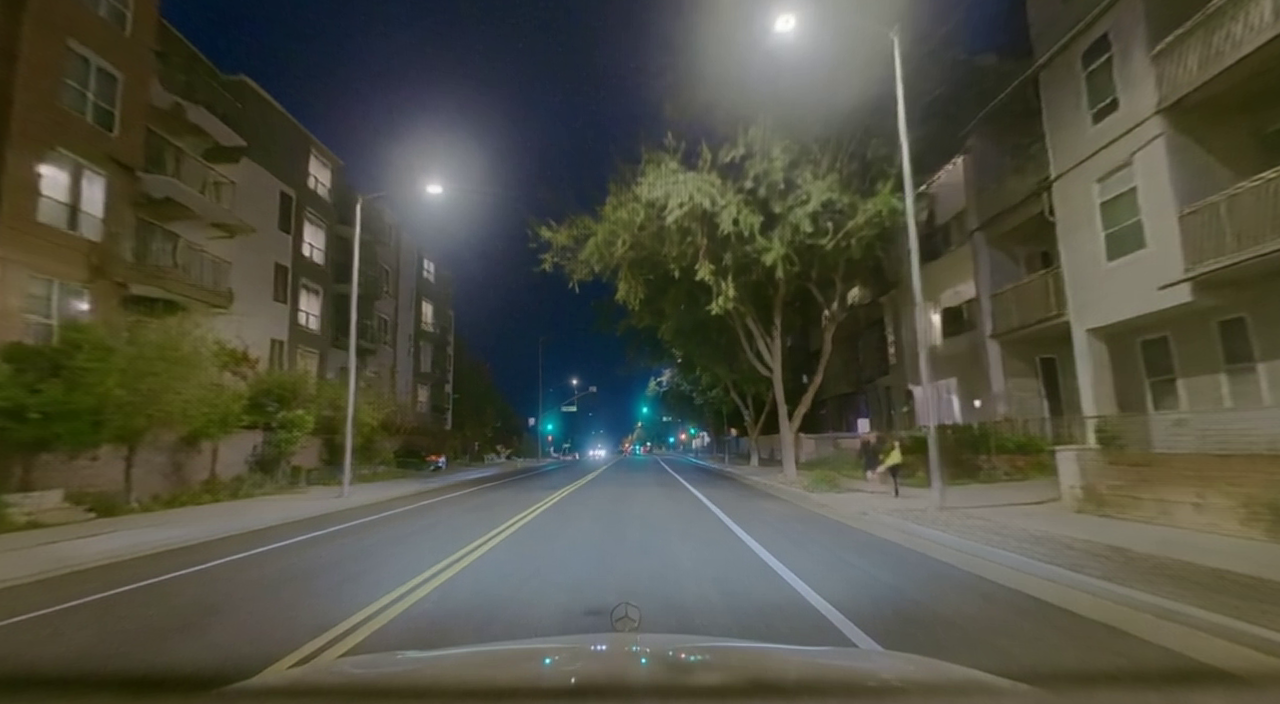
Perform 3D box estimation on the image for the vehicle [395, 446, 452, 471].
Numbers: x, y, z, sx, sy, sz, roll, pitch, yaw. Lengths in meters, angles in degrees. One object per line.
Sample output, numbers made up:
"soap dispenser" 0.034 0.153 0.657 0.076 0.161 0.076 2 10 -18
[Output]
"vehicle" -12.826 6.349 37.722 1.934 1.389 4.364 0 -9 -1
